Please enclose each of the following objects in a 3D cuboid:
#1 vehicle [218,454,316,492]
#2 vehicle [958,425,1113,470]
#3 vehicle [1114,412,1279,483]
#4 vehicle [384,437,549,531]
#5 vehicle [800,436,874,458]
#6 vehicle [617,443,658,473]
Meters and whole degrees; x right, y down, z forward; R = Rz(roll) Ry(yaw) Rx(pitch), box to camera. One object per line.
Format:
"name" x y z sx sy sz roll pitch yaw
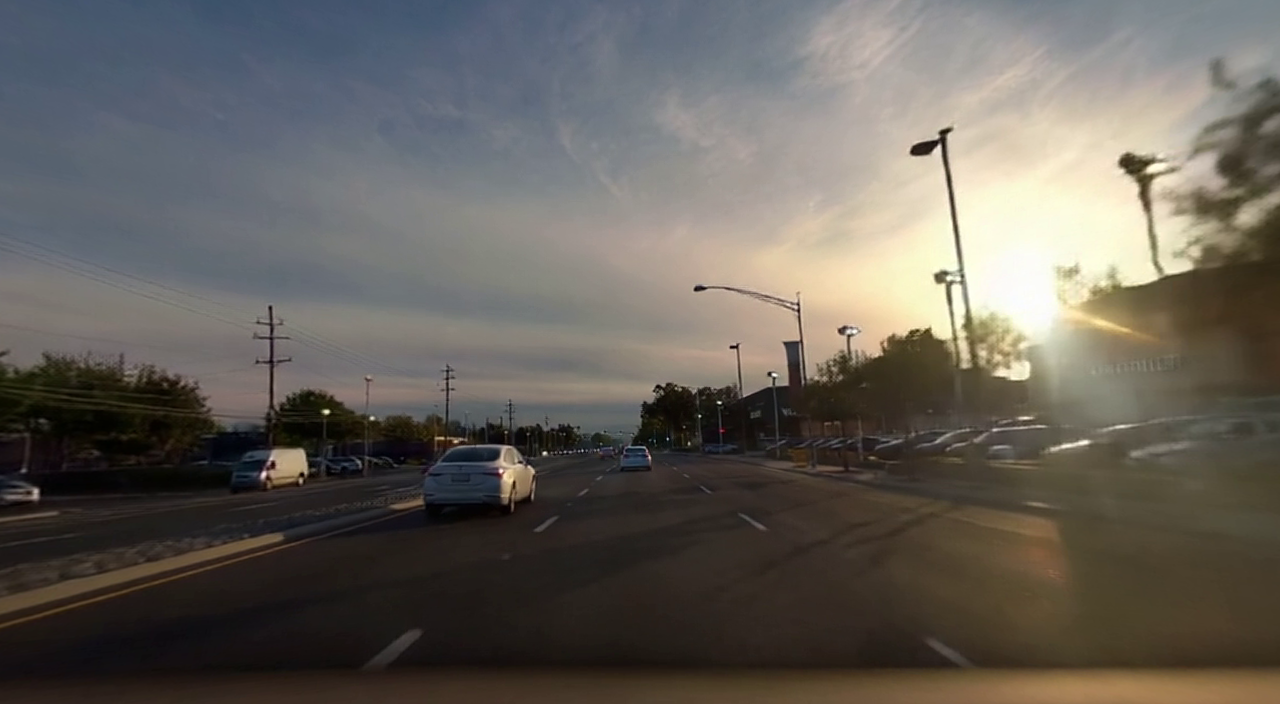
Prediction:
"vehicle" -23.024 7.435 39.269 2.416 2.082 6.190 0 -9 -2
"vehicle" 14.502 3.524 23.283 4.307 1.552 2.063 0 -9 0
"vehicle" 14.320 2.286 15.108 4.184 1.555 2.033 0 -9 0
"vehicle" -3.096 2.444 12.292 1.939 1.496 4.309 0 -9 1
"vehicle" 14.066 6.819 45.184 4.630 1.497 2.016 0 -9 0
"vehicle" -0.142 5.496 32.917 2.019 1.459 4.005 0 -9 -1
